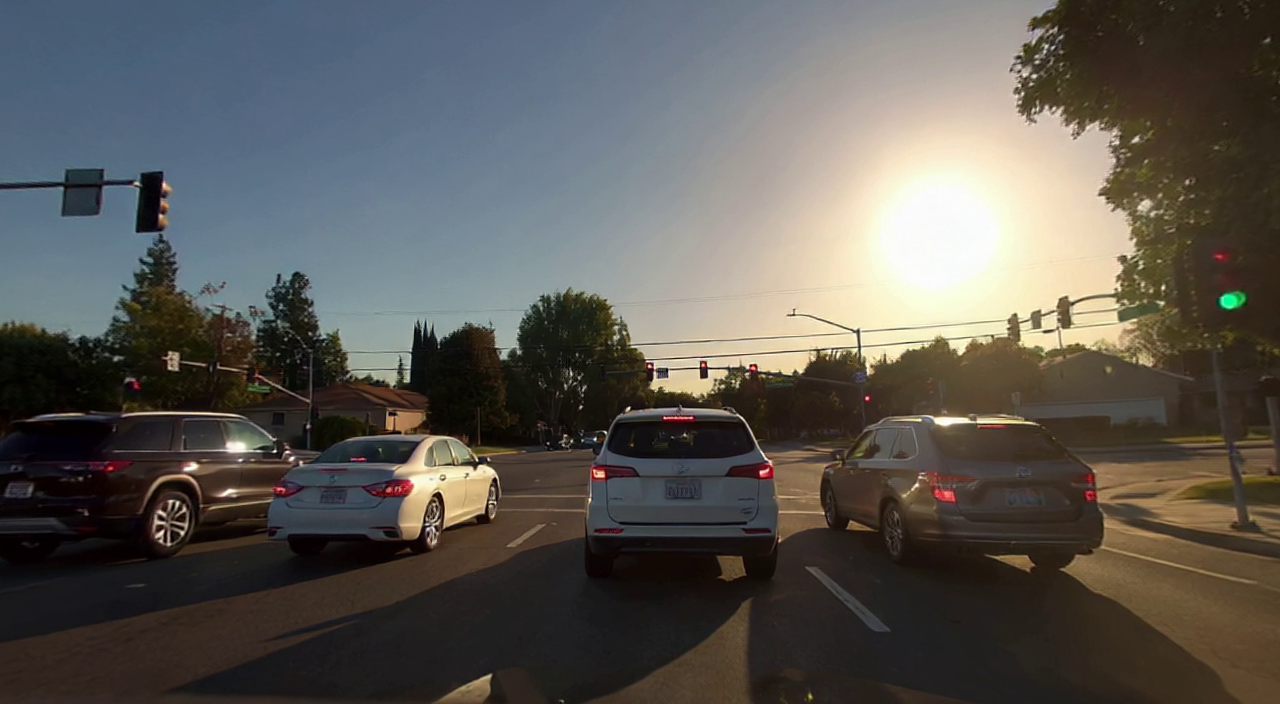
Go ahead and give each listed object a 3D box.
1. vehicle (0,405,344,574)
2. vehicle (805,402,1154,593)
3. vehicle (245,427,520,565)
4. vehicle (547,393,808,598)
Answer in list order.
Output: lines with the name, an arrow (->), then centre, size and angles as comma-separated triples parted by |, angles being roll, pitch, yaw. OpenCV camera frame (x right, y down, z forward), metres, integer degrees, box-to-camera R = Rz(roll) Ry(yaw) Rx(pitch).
vehicle -> -6.631, 1.827, 9.241 | 2.075, 1.796, 4.785 | 0, -8, 2
vehicle -> 3.522, 1.587, 7.746 | 2.047, 1.638, 4.395 | -1, -8, 4
vehicle -> -3.241, 1.884, 9.098 | 1.885, 1.475, 4.359 | -1, -8, 4
vehicle -> 0.390, 1.517, 7.487 | 2.198, 1.708, 4.170 | 0, -8, 2
